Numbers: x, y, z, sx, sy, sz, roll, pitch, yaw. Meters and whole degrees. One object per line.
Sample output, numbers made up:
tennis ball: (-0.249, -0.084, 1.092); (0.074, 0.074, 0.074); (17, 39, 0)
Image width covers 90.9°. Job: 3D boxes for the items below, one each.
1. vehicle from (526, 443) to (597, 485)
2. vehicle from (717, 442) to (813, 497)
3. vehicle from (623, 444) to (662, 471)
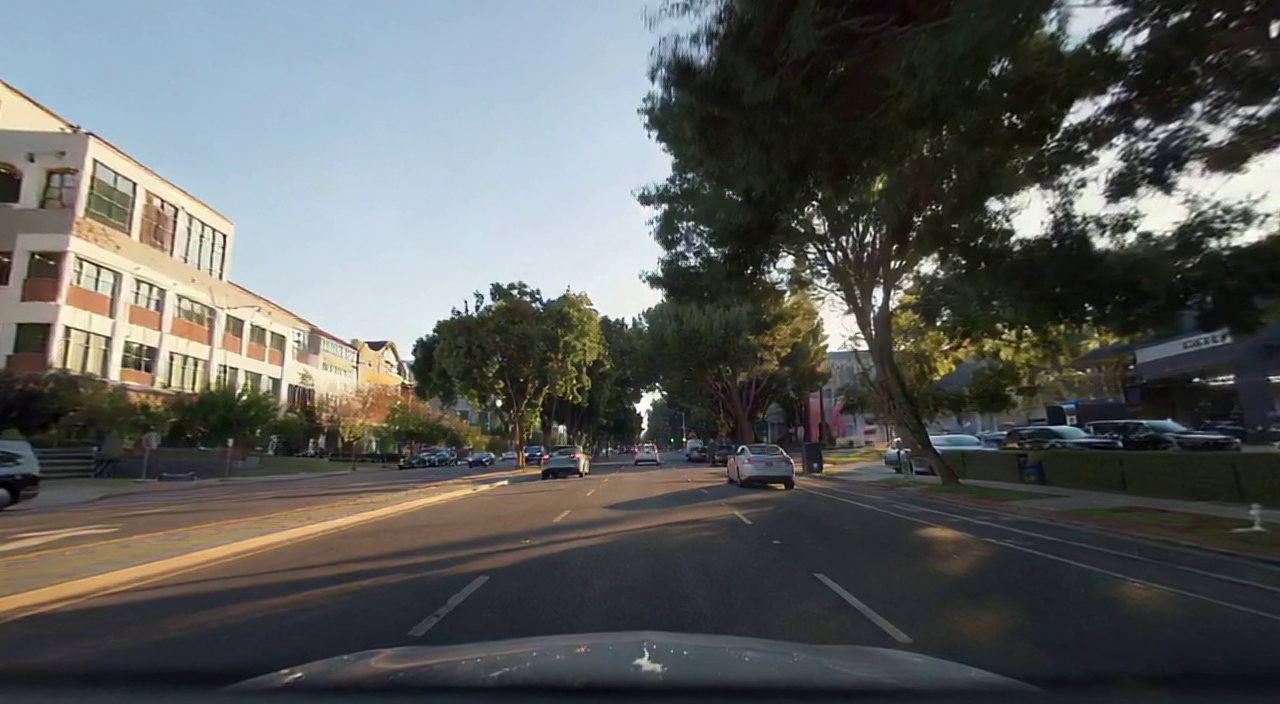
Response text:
vehicle: (-2.938, 4.307, 24.573); (2.082, 1.467, 4.379); (0, -8, 1)
vehicle: (3.684, 3.537, 19.487); (1.990, 1.486, 4.431); (0, -8, -1)
vehicle: (0.124, 6.043, 36.342); (2.101, 1.480, 3.929); (0, -8, 0)
